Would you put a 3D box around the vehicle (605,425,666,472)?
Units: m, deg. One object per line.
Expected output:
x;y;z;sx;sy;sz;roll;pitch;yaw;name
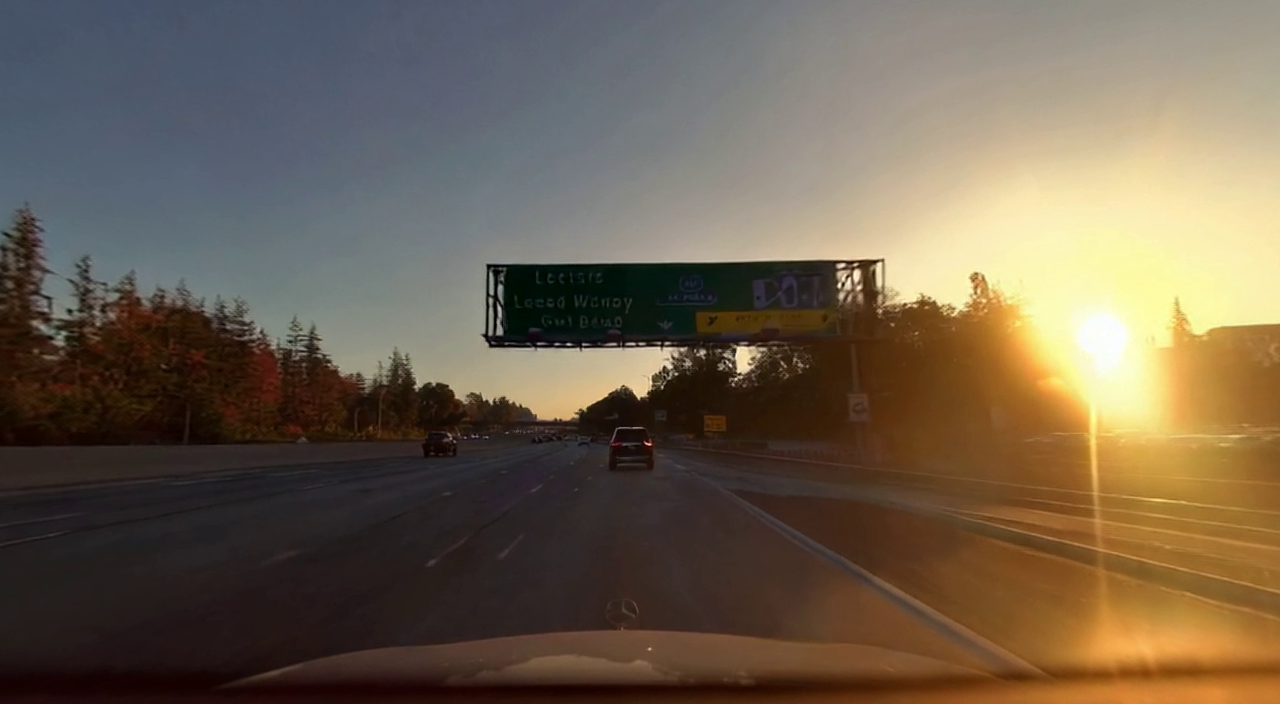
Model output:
-0.234;4.393;28.867;2.497;1.957;5.432;0;-8;-1;vehicle
